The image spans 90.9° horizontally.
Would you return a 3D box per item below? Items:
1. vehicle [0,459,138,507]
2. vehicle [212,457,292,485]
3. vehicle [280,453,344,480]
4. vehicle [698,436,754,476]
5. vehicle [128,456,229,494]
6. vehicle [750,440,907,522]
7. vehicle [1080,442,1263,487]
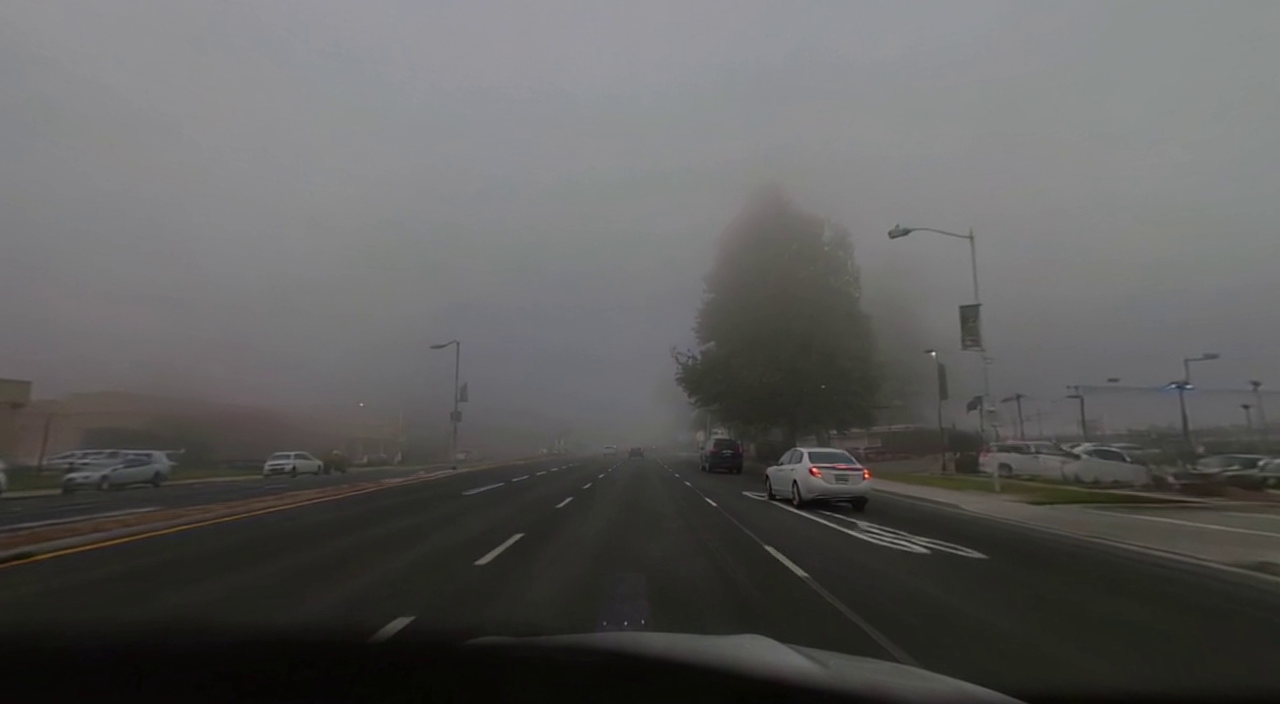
[{"bbox_3d":[-22.698,5.104,24.894,1.833,1.534,4.821,-3,-8,-1],"label":"vehicle"},{"bbox_3d":[-22.794,6.993,37.236,1.804,1.460,4.515,0,-8,1],"label":"vehicle"},{"bbox_3d":[-22.865,8.033,44.198,1.946,1.726,4.746,-2,-10,0],"label":"vehicle"},{"bbox_3d":[4.335,5.331,32.495,2.140,1.921,4.431,0,-8,-2],"label":"vehicle"},{"bbox_3d":[-22.842,6.075,31.438,1.822,1.551,4.295,-3,-8,0],"label":"vehicle"},{"bbox_3d":[3.788,2.646,13.572,1.916,1.459,4.335,0,-8,-2],"label":"vehicle"},{"bbox_3d":[18.316,3.880,21.874,4.502,1.459,2.082,0,-9,-2],"label":"vehicle"}]
